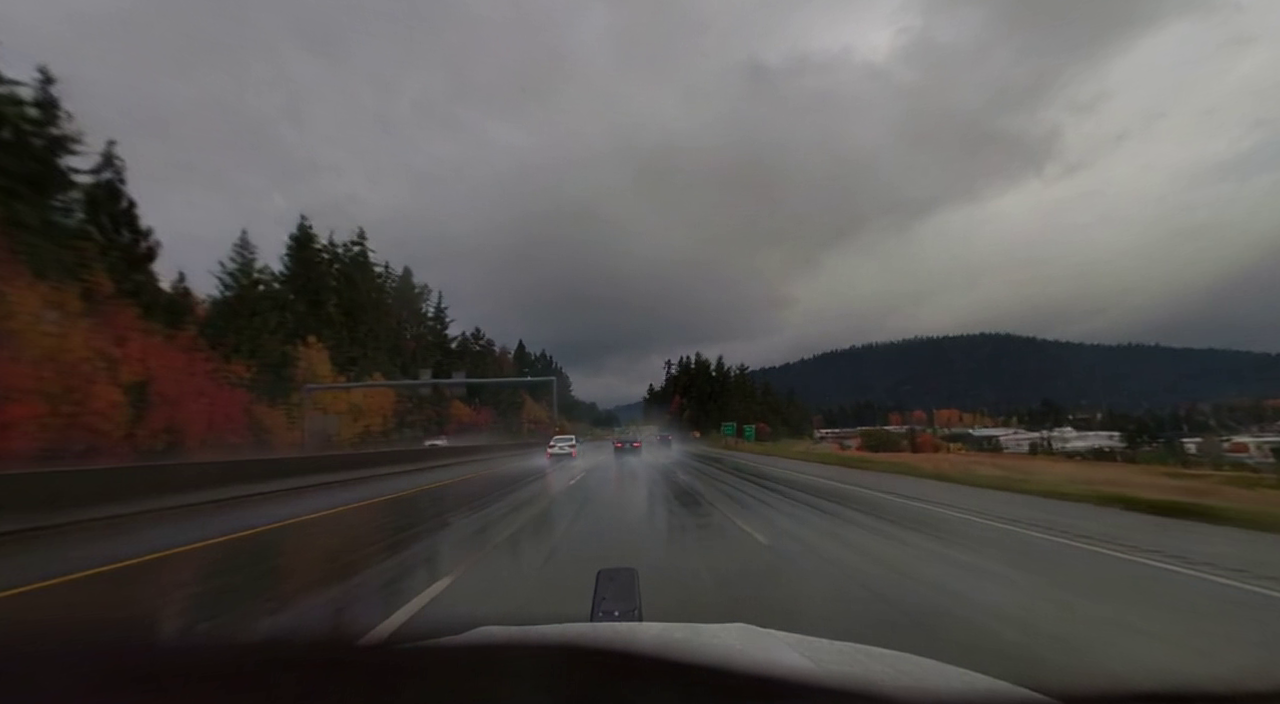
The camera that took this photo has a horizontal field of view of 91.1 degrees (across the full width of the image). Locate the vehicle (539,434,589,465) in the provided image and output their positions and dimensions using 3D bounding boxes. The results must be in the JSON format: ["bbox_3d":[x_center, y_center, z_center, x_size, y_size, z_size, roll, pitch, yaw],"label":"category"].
[{"bbox_3d":[-3.912,5.095,33.187,2.103,1.507,4.367,0,-8,0],"label":"vehicle"}]
